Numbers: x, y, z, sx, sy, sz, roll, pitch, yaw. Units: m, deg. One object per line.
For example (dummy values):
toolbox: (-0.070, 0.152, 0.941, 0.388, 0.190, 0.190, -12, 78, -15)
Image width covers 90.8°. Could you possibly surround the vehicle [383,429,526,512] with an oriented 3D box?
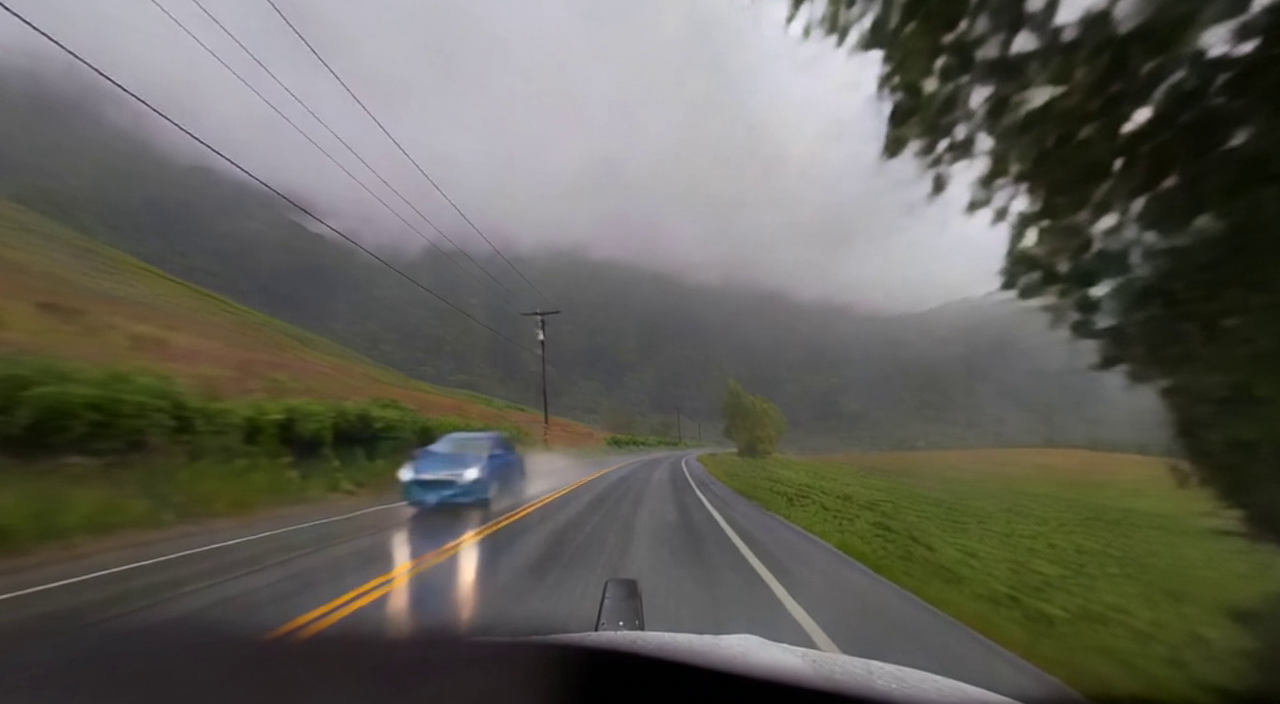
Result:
vehicle: (-4.188, 2.740, 15.078, 2.103, 1.679, 4.081, 0, -9, 1)
